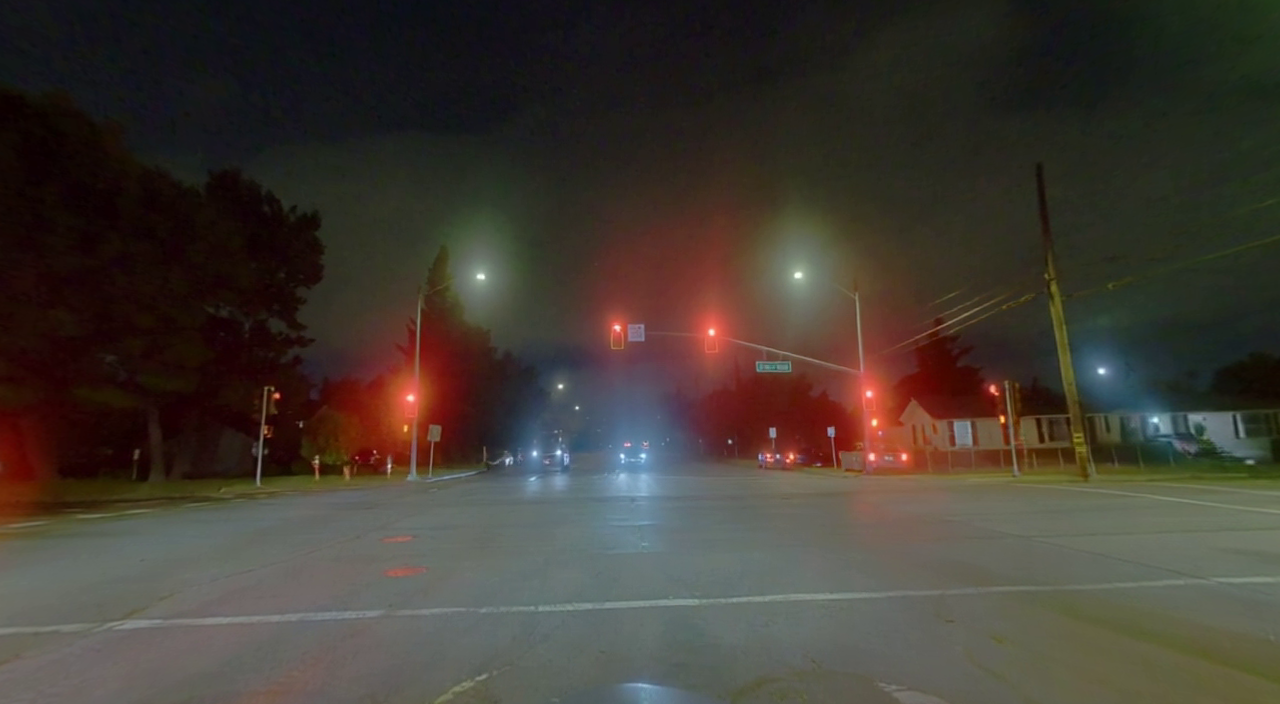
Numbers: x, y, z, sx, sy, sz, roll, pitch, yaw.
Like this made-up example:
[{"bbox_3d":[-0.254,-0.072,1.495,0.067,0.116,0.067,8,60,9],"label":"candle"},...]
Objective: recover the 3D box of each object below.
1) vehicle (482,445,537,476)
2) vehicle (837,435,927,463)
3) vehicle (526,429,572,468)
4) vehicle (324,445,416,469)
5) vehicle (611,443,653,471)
[{"bbox_3d":[-6.607,5.530,32.399,1.881,1.452,4.121,0,-8,0],"label":"vehicle"},{"bbox_3d":[15.379,6.184,40.329,4.892,1.656,1.856,0,-8,0],"label":"vehicle"},{"bbox_3d":[-6.778,7.245,47.690,2.625,2.726,6.138,0,-8,-1],"label":"vehicle"},{"bbox_3d":[-16.404,6.380,38.605,4.713,1.409,1.918,0,-8,-2],"label":"vehicle"},{"bbox_3d":[-0.434,5.693,34.484,2.105,1.457,4.173,0,-8,-1],"label":"vehicle"}]
